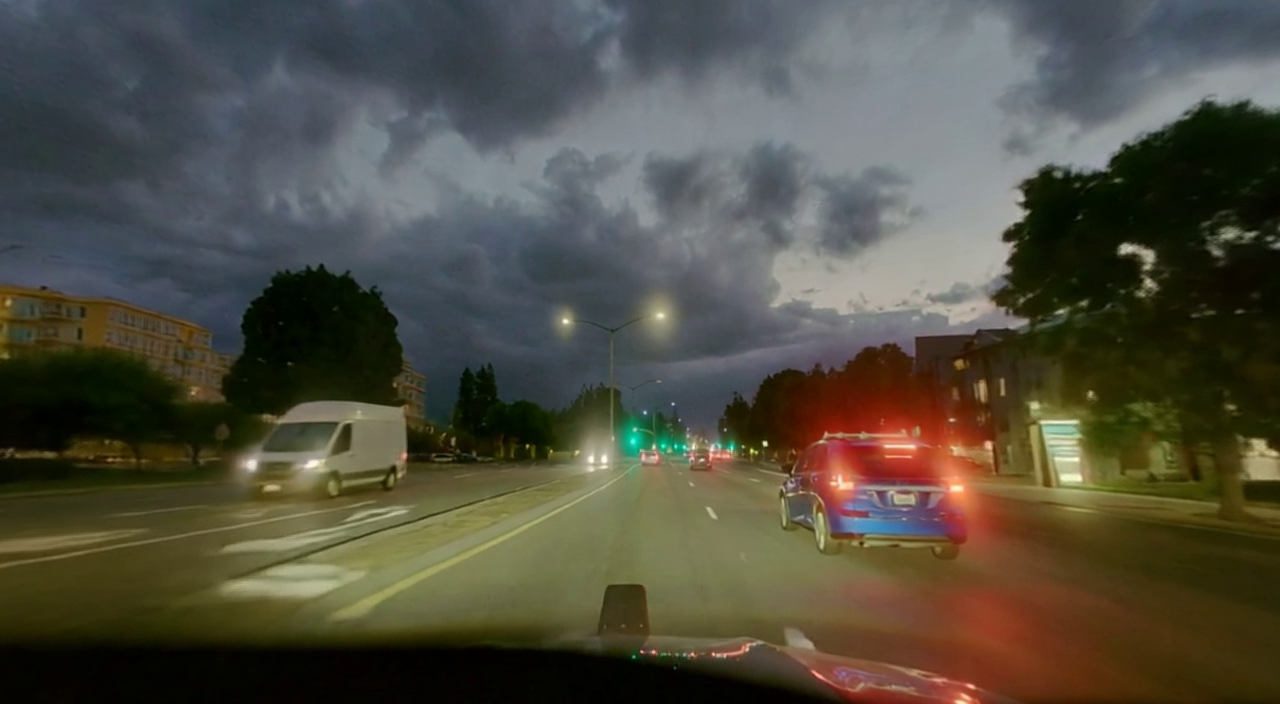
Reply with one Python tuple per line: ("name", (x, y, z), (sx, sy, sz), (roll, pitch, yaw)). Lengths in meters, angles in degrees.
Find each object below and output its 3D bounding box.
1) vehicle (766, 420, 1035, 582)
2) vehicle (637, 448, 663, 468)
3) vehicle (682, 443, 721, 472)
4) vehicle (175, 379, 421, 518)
("vehicle", (3.053, 1.821, 8.461), (1.901, 1.634, 3.952), (0, -9, 0))
("vehicle", (0.759, 8.286, 49.573), (1.991, 1.477, 3.814), (0, -9, 1))
("vehicle", (4.098, 7.130, 42.884), (2.154, 1.844, 4.634), (0, -9, 0))
("vehicle", (-8.420, 2.528, 16.812), (2.524, 2.885, 6.868), (1, -9, 1))
